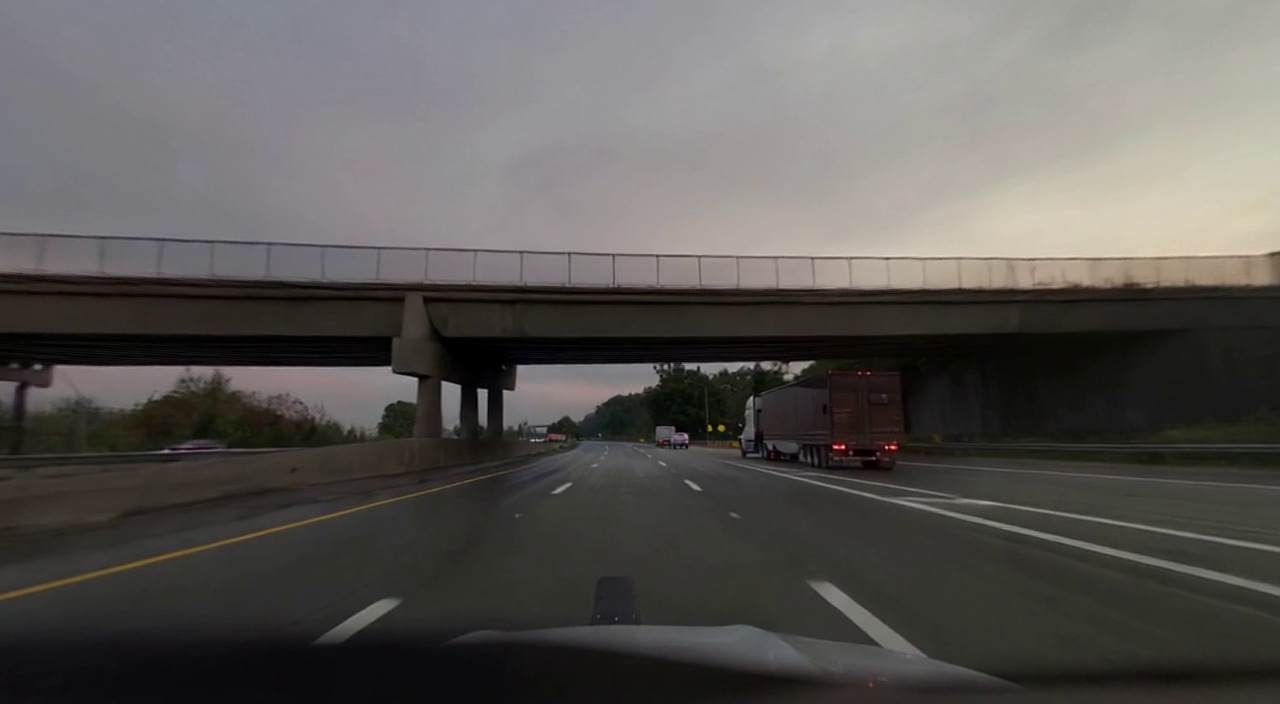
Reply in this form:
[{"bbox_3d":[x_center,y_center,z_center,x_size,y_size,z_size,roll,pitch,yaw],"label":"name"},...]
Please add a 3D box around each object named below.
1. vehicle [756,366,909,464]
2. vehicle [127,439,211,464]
[{"bbox_3d":[9.200,3.536,32.808,2.855,4.053,13.328,0,-8,-4],"label":"vehicle"},{"bbox_3d":[-31.070,6.561,41.694,1.914,1.478,4.481,-1,-8,2],"label":"vehicle"}]
